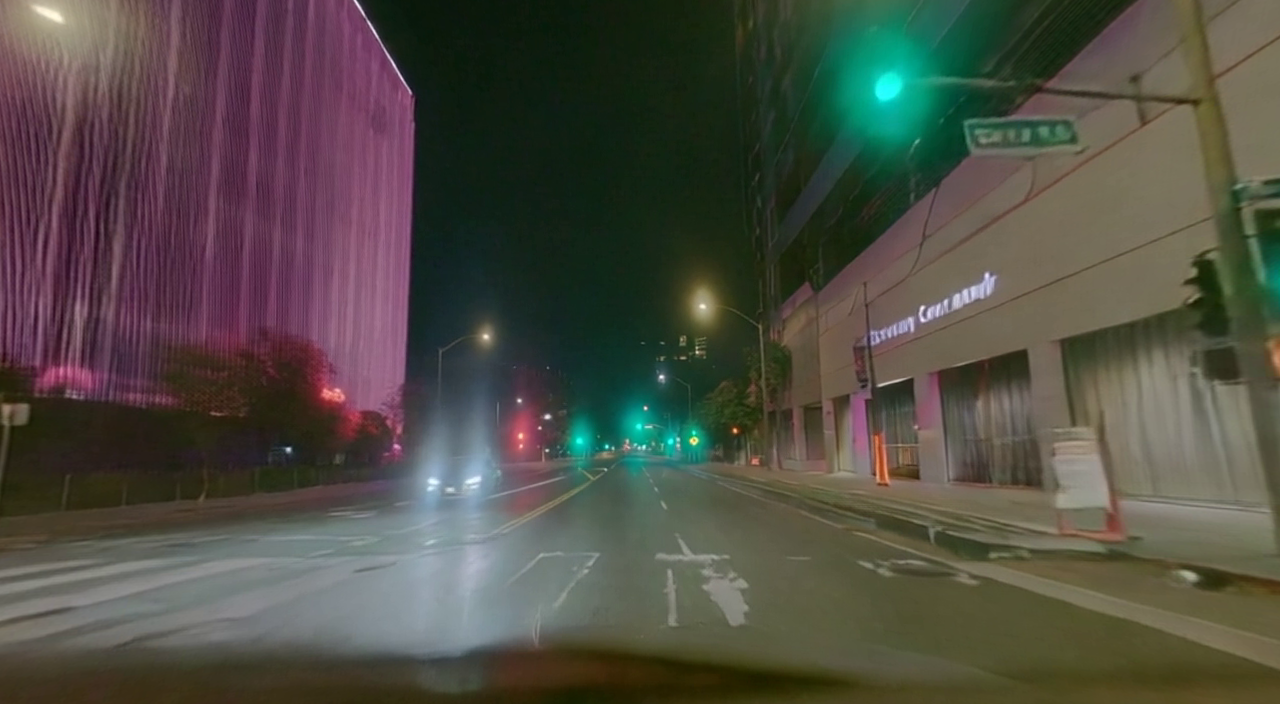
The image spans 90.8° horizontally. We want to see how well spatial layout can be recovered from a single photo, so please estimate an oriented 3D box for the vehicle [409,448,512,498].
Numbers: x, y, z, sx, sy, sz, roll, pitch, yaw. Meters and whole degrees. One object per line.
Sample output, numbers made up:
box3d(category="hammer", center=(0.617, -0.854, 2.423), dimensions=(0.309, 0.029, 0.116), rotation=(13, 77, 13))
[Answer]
box3d(category="vehicle", center=(-6.250, 4.255, 22.666), dimensions=(2.037, 1.563, 4.754), rotation=(-1, -8, 4))
